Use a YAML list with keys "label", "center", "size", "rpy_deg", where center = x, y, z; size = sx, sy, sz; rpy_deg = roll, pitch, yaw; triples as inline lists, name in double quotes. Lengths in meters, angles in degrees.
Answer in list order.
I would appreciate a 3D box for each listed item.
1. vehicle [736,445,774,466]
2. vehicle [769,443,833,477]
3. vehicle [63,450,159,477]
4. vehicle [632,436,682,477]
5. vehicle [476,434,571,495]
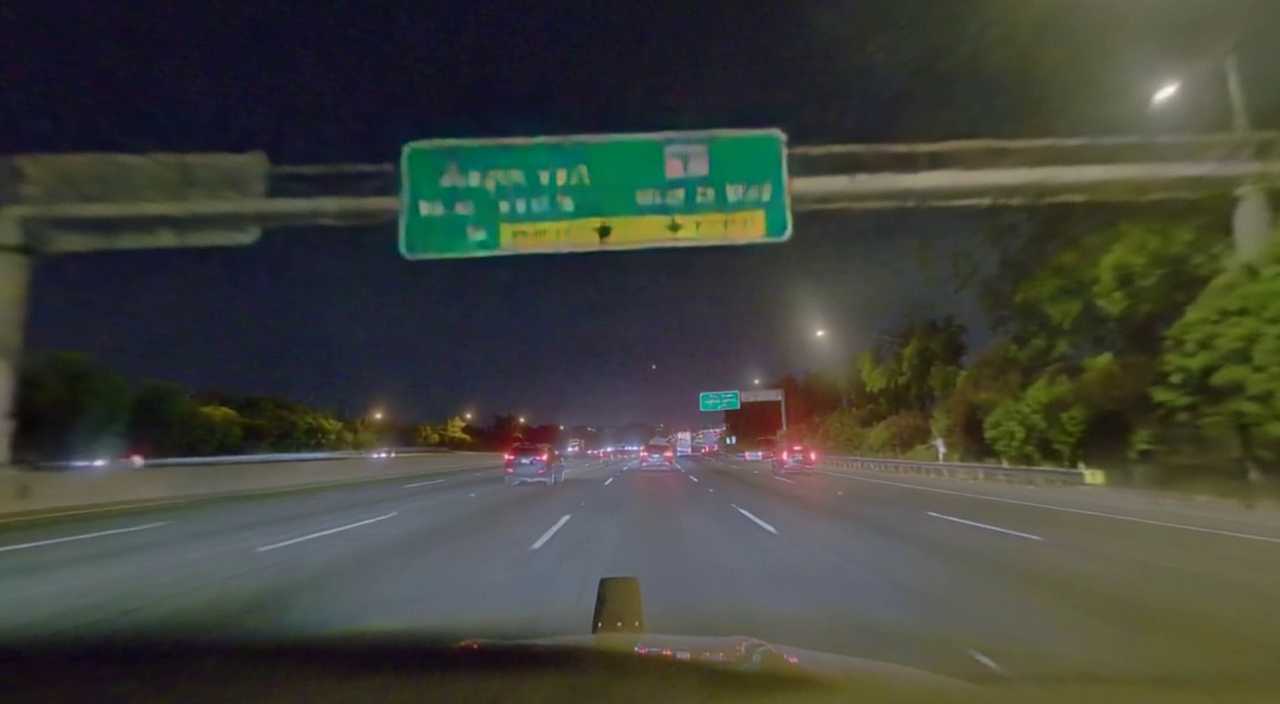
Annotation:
- label: "vehicle"
  center: [8.571, 7.751, 47.229]
  size: [2.005, 1.456, 4.287]
  rpy_deg: [0, -9, 0]
- label: "vehicle"
  center: [7.753, 5.225, 30.668]
  size: [1.936, 1.480, 4.373]
  rpy_deg: [0, -9, 0]
- label: "vehicle"
  center: [-38.832, 8.153, 46.435]
  size: [2.157, 1.854, 5.192]
  rpy_deg: [-1, -9, 6]
- label: "vehicle"
  center: [0.847, 5.156, 31.330]
  size: [2.270, 1.862, 4.949]
  rpy_deg: [0, -9, 1]
- label: "vehicle"
  center: [-3.675, 3.644, 20.746]
  size: [2.142, 1.759, 4.297]
  rpy_deg: [0, -9, 2]
